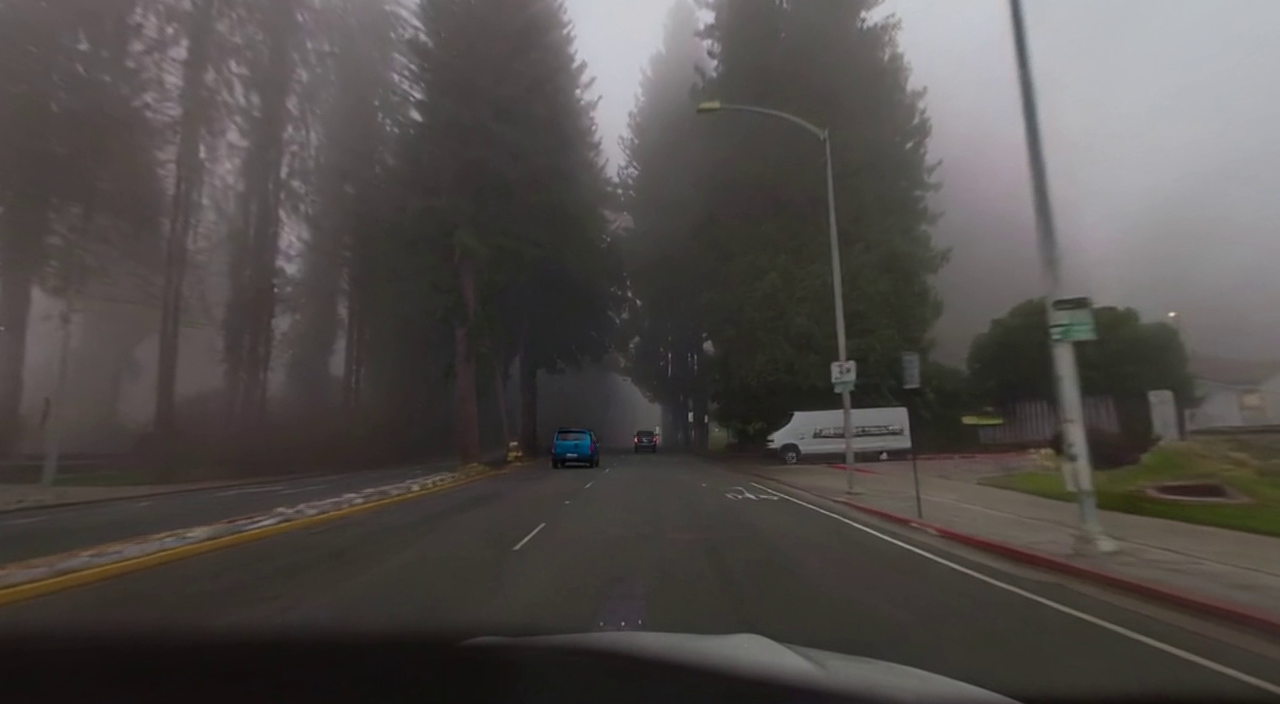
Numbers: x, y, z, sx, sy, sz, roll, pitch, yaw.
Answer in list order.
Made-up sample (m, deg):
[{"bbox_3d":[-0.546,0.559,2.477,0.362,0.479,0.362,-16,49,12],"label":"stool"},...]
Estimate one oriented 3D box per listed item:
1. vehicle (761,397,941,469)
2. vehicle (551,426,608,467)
[{"bbox_3d":[9.274,3.649,28.531,7.177,2.935,3.132,0,-7,6],"label":"vehicle"},{"bbox_3d":[-2.928,4.722,31.396,2.281,1.837,4.845,0,-8,1],"label":"vehicle"}]
